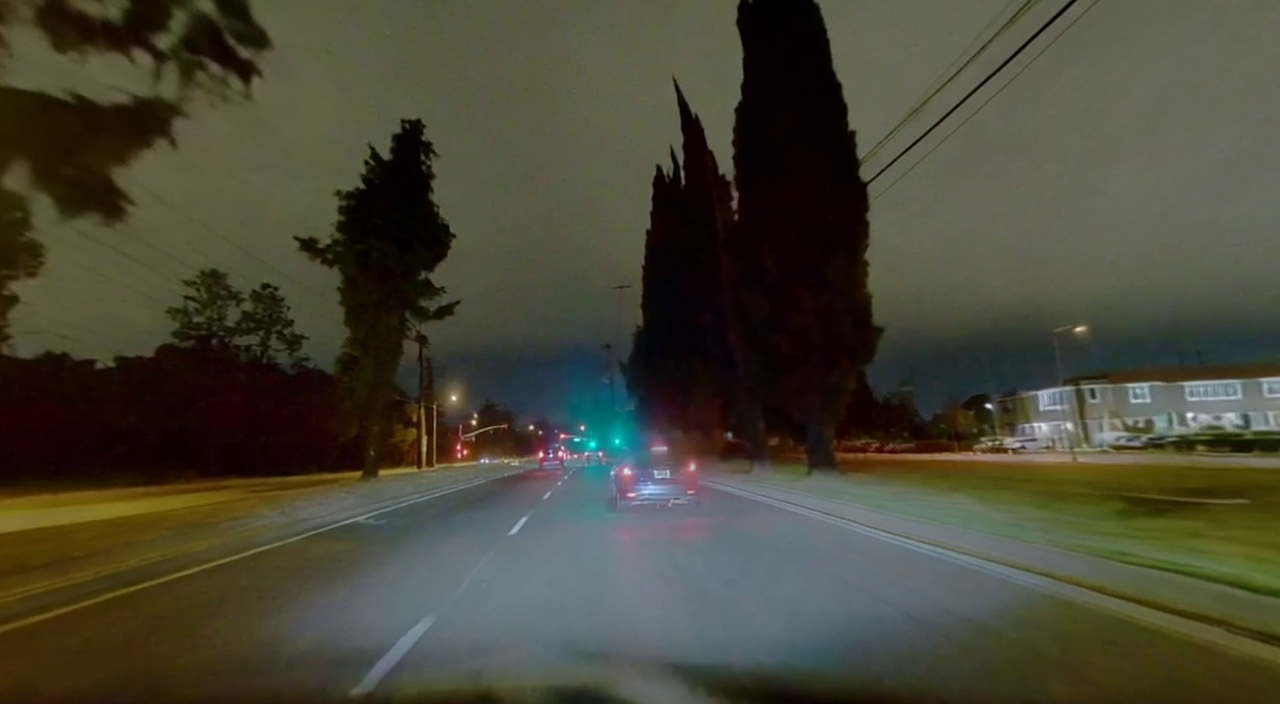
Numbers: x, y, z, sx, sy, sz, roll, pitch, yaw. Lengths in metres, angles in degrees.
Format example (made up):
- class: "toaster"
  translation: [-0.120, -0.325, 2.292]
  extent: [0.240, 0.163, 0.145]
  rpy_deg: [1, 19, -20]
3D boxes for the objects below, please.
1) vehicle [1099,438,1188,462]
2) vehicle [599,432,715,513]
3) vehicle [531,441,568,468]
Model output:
- class: "vehicle"
  translation: [33.756, 6.580, 42.402]
  extent: [1.867, 1.471, 4.788]
  rpy_deg: [0, -9, -3]
- class: "vehicle"
  translation: [0.194, 2.809, 15.220]
  extent: [2.235, 1.597, 4.918]
  rpy_deg: [1, -9, -5]
- class: "vehicle"
  translation: [-6.274, 7.150, 44.057]
  extent: [2.189, 1.776, 4.342]
  rpy_deg: [1, -9, -4]
